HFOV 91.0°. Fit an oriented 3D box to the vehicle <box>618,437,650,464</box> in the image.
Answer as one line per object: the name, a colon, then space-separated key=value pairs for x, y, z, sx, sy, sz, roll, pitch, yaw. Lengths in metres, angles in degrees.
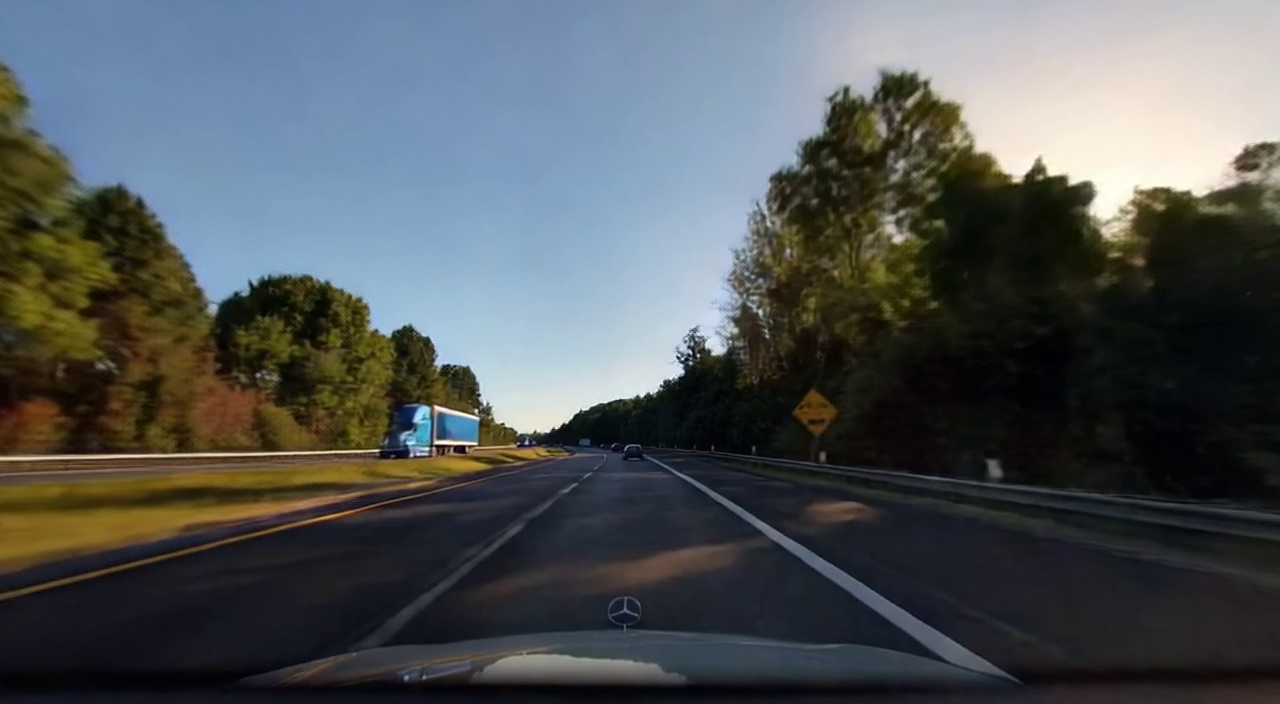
vehicle: x=-0.479 y=6.858 z=43.843 sx=2.079 sy=1.729 sz=4.380 roll=0 pitch=-8 yaw=-3
